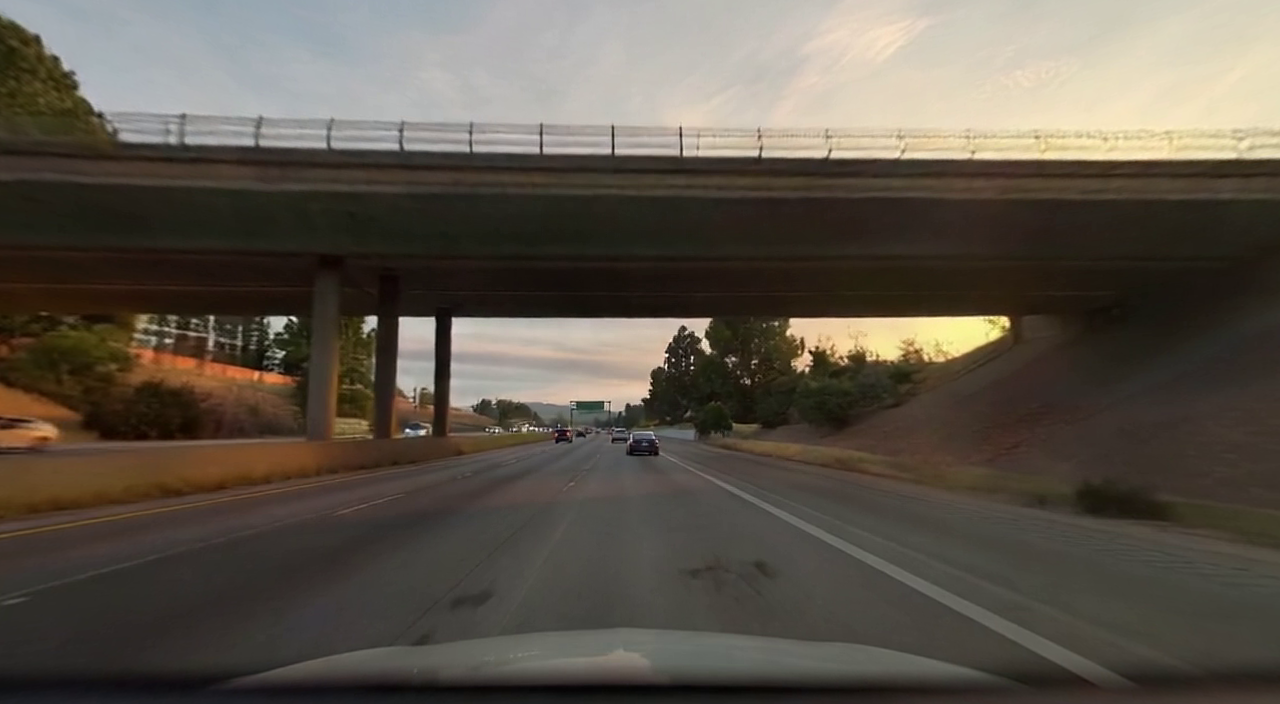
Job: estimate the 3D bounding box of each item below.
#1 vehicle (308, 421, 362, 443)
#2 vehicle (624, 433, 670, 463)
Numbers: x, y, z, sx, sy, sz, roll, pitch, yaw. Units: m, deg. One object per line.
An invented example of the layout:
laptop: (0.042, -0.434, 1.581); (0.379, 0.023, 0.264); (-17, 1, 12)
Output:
vehicle: (-21.924, 5.790, 45.373); (1.859, 1.480, 4.314); (0, -8, -3)
vehicle: (0.264, 4.536, 30.044); (1.999, 1.329, 3.913); (0, -8, -2)
